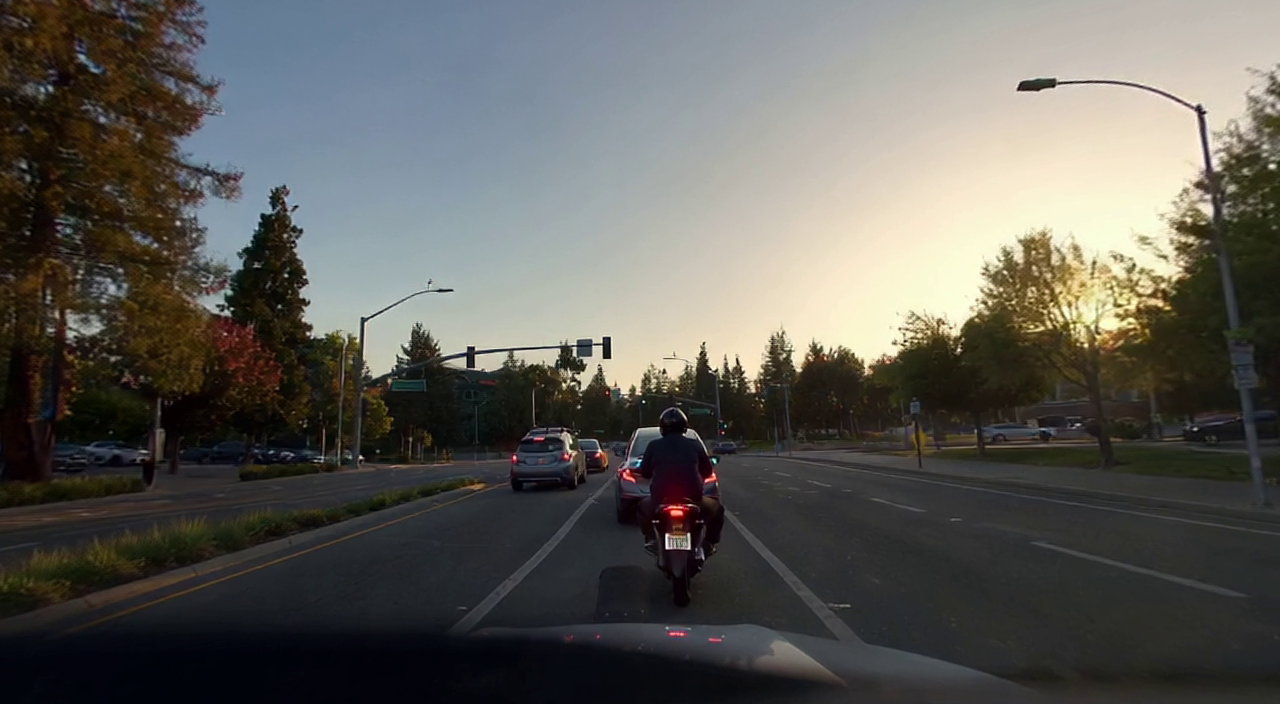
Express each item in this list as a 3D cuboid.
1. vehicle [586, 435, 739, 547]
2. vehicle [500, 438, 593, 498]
[{"bbox_3d":[0.324,2.167,10.643,2.009,1.450,4.608,-1,-8,1],"label":"vehicle"},{"bbox_3d":[-2.553,3.262,18.163,1.979,1.499,3.840,-1,-8,2],"label":"vehicle"}]
